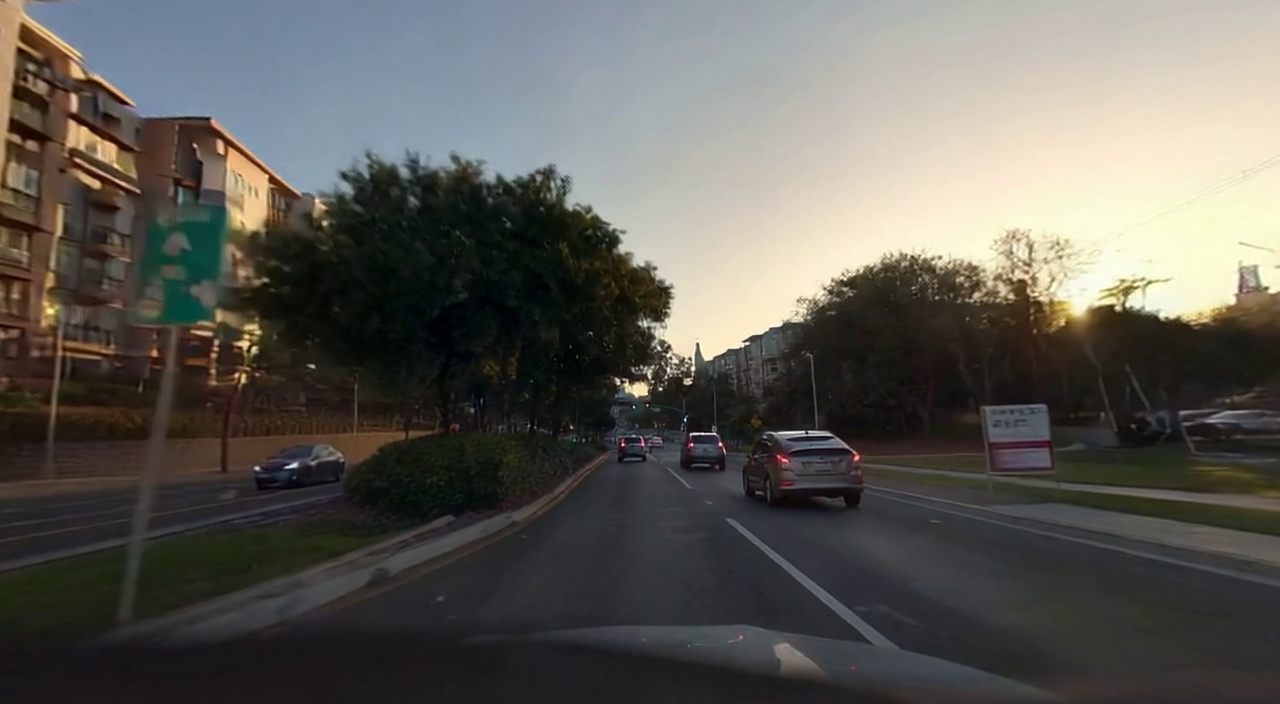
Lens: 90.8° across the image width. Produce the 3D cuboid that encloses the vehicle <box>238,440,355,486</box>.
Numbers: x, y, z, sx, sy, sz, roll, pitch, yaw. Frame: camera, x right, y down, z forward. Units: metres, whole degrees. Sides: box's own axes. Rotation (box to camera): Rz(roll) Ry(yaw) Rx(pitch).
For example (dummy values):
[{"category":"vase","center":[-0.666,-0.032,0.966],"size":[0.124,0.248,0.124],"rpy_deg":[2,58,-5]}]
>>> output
[{"category":"vehicle","center":[-12.729,4.129,23.816],"size":[1.926,1.446,4.565],"rpy_deg":[-3,-8,-1]}]

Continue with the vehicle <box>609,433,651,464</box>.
[{"category":"vehicle","center":[-0.557,5.122,33.622],"size":[2.059,1.492,3.925],"rpy_deg":[0,-8,-2]}]

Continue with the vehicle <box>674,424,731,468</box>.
[{"category":"vehicle","center":[2.805,4.409,29.667],"size":[2.206,1.858,5.332],"rpy_deg":[0,-8,1]}]

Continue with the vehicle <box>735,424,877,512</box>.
[{"category":"vehicle","center":[3.426,2.478,13.941],"size":[1.906,1.608,4.137],"rpy_deg":[0,-8,-1]}]
